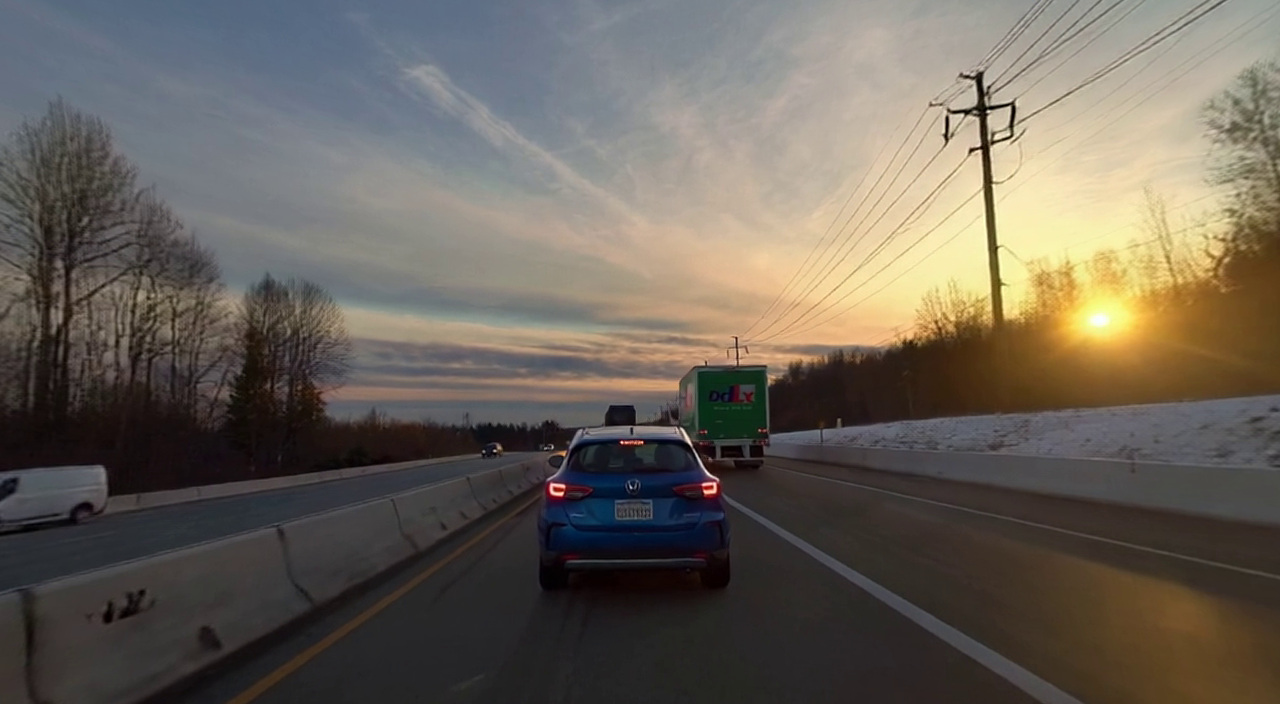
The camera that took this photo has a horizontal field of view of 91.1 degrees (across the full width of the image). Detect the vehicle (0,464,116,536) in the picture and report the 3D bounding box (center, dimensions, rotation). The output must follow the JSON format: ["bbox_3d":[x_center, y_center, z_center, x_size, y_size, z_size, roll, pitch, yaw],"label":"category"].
[{"bbox_3d":[-20.071,4.728,20.445,2.081,1.900,4.823,0,-8,-4],"label":"vehicle"}]

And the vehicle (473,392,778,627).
[{"bbox_3d":[-0.138,1.332,6.288,2.062,1.581,3.914,0,-8,-1],"label":"vehicle"}]
